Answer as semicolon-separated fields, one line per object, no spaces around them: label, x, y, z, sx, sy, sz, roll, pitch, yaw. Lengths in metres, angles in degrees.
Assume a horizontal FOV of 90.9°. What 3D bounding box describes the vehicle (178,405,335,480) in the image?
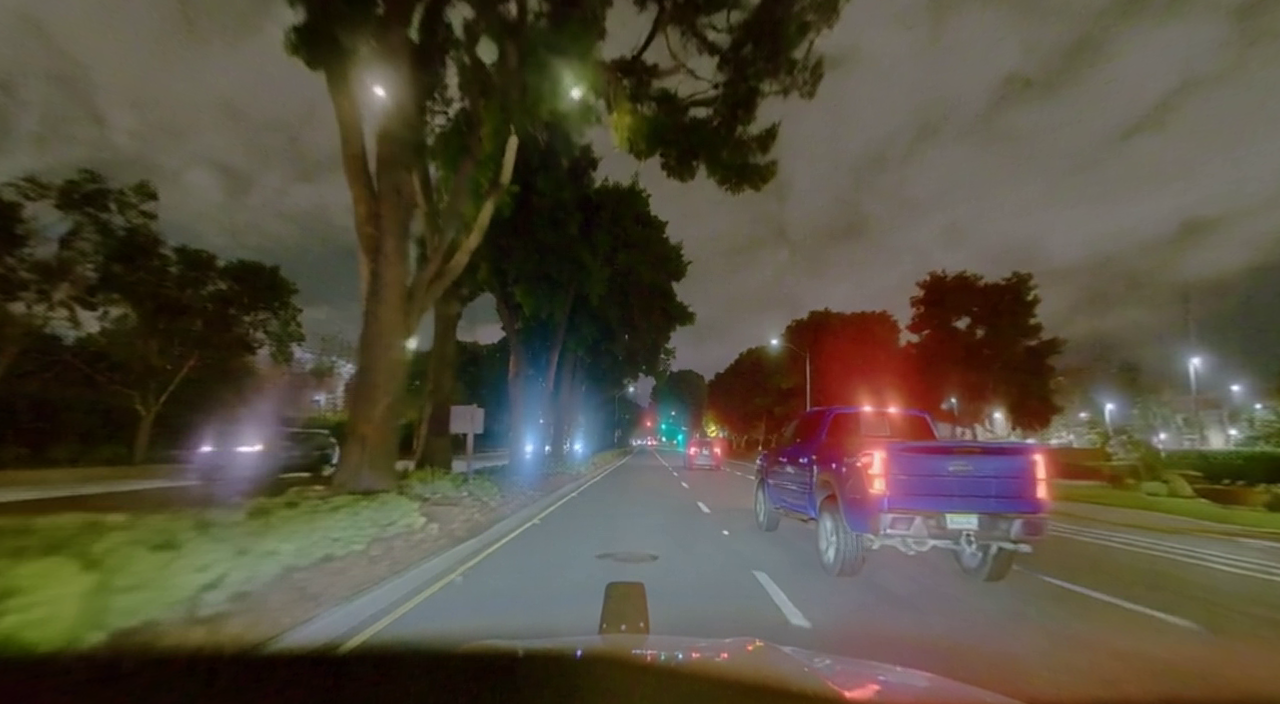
vehicle;-14.614;3.533;24.619;2.359;2.543;5.850;0;-8;1

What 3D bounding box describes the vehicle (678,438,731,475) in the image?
vehicle;3.157;5.211;31.761;2.108;1.712;4.616;0;-8;0

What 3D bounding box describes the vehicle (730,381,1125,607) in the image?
vehicle;2.895;1.629;8.366;2.553;1.942;5.679;0;-8;0
